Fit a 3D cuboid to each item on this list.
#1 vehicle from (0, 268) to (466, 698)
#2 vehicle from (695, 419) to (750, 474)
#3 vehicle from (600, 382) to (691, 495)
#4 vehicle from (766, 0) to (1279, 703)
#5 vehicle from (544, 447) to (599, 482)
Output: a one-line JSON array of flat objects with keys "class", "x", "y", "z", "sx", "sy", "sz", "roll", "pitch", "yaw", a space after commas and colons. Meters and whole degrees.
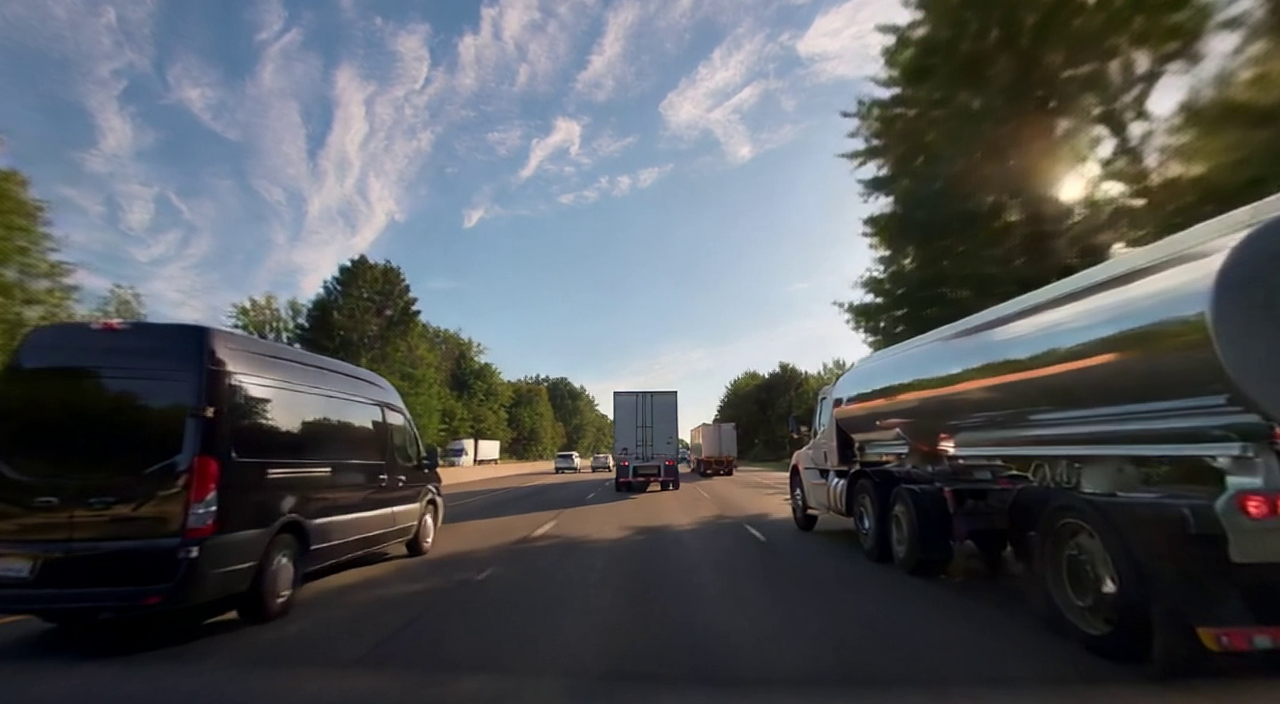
[{"class": "vehicle", "x": -4.146, "y": 1.219, "z": 6.960, "sx": 2.525, "sy": 2.572, "sz": 6.260, "roll": 0, "pitch": -9, "yaw": 1}, {"class": "vehicle", "x": 5.739, "y": 6.897, "z": 45.870, "sx": 2.706, "sy": 3.500, "sz": 11.483, "roll": 0, "pitch": -9, "yaw": 1}, {"class": "vehicle", "x": 0.136, "y": 3.382, "z": 24.040, "sx": 2.773, "sy": 3.455, "sz": 9.118, "roll": 0, "pitch": -9, "yaw": 0}, {"class": "vehicle", "x": 4.432, "y": 0.501, "z": 8.343, "sx": 3.139, "sy": 4.152, "sz": 11.915, "roll": 0, "pitch": -9, "yaw": 0}, {"class": "vehicle", "x": -3.441, "y": 5.767, "z": 32.572, "sx": 2.134, "sy": 1.652, "sz": 4.439, "roll": 0, "pitch": -9, "yaw": 2}]
